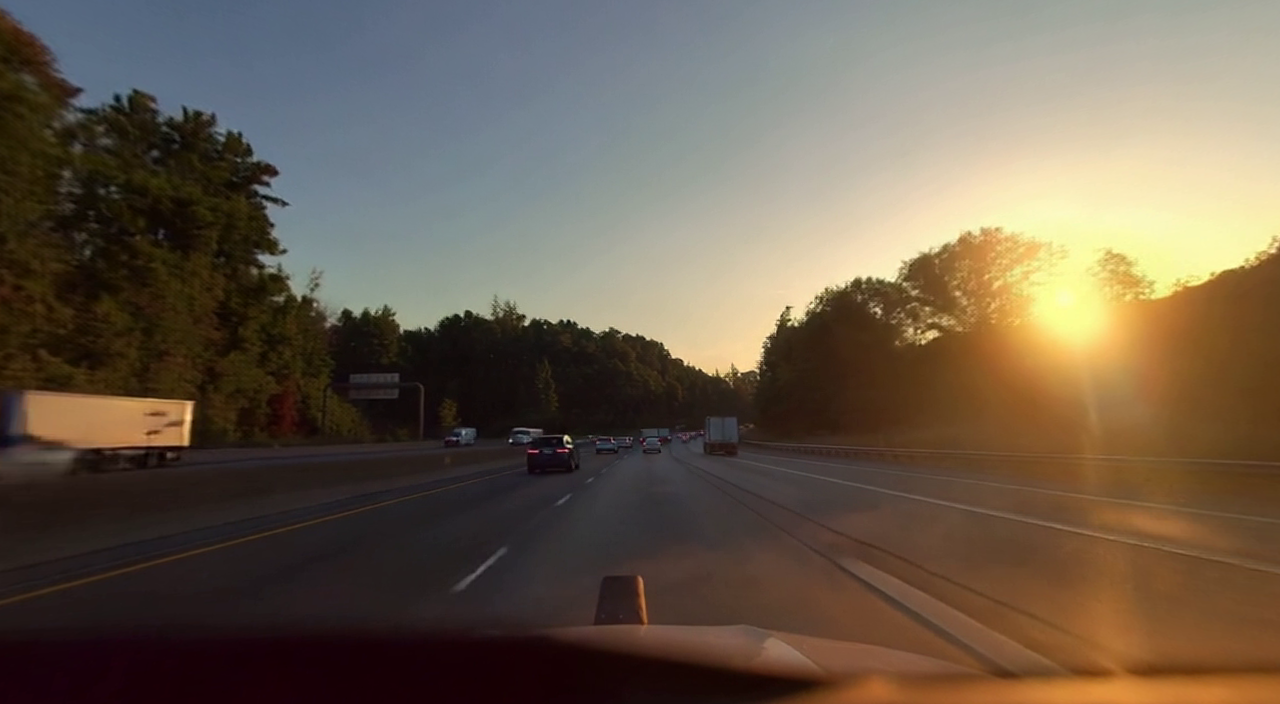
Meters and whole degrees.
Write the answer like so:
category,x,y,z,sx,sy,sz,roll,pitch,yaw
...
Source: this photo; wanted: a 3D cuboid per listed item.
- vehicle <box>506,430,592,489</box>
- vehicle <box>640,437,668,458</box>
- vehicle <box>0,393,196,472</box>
category,x,y,z,sx,sy,sz,roll,pitch,yaw
vehicle,-2.694,3.260,19.632,2.137,1.618,4.209,0,-8,-1
vehicle,0.997,7.077,46.881,2.004,1.465,3.842,0,-8,0
vehicle,-31.848,4.760,36.599,3.007,3.823,12.412,-1,-8,0
